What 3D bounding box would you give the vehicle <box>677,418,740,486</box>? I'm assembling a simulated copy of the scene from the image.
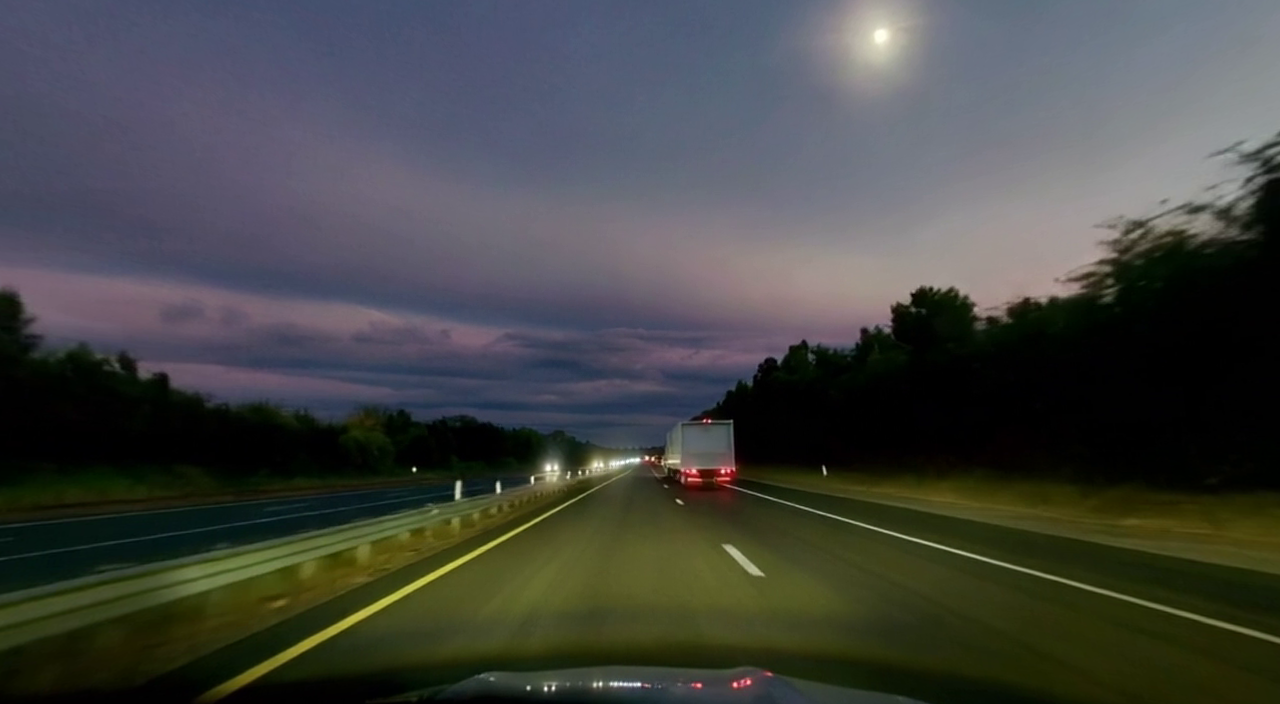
[{"bbox_3d":[3.851,5.853,36.765,2.806,3.499,5.698,-3,-9,-1],"label":"vehicle"}]
